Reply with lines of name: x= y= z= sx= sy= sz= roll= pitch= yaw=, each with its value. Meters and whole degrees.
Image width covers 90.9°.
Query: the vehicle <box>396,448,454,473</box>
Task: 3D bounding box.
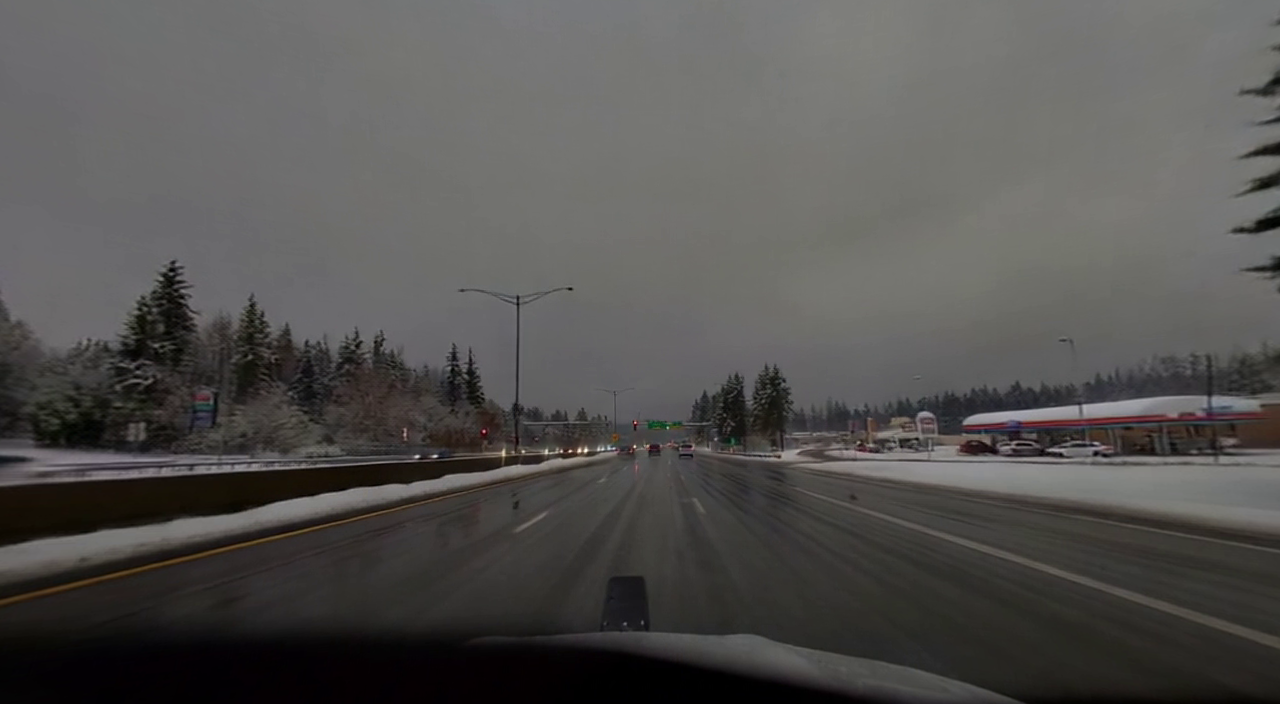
vehicle: x=-13.464 y=6.806 z=39.733 sx=1.807 sy=1.477 sz=4.491 roll=-1 pitch=-9 yaw=3
